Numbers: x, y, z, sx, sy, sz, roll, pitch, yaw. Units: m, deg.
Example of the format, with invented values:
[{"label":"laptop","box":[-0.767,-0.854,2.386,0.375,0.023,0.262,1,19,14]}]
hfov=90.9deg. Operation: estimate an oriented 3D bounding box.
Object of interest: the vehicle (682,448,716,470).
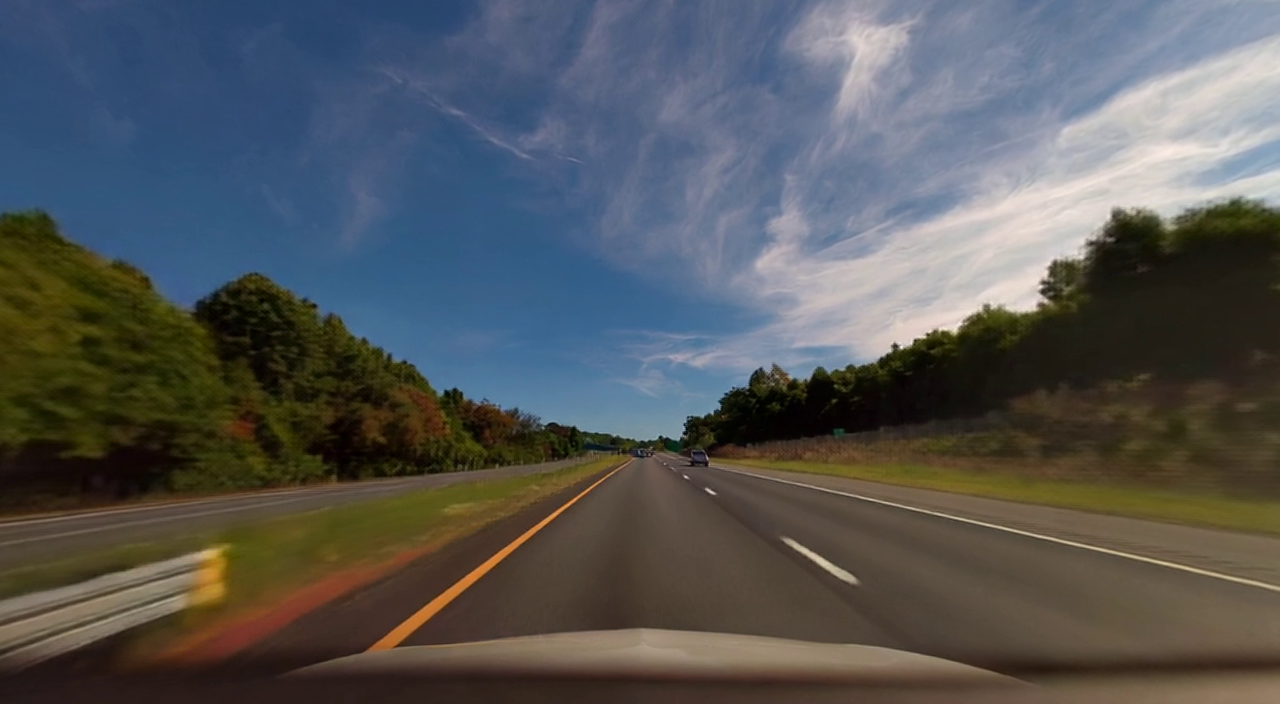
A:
[{"label":"vehicle","box":[4.231,7.755,45.801,1.984,1.481,4.376,0,-9,0]}]
